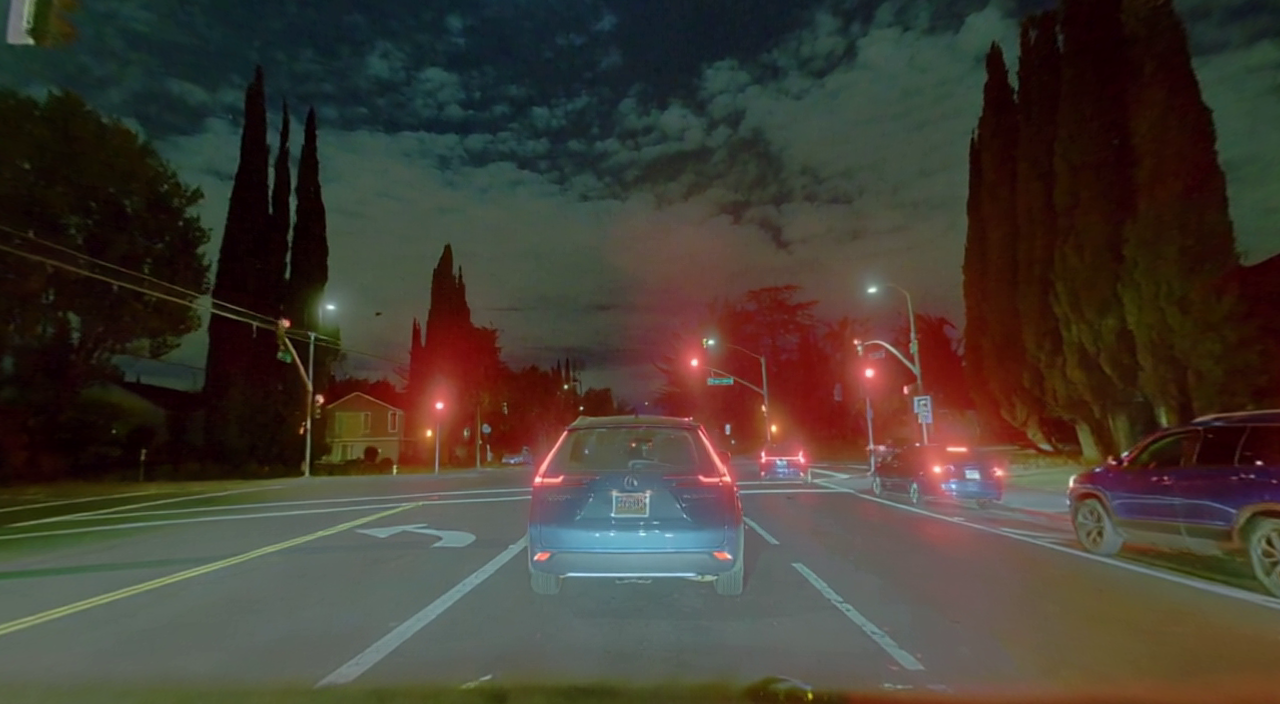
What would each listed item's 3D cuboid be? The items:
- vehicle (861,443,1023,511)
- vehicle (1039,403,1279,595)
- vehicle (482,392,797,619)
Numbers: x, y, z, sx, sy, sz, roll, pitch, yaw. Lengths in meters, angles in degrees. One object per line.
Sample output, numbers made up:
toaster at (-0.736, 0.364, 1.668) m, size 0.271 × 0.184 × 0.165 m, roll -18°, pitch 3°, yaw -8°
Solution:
vehicle at (7.276, 3.012, 15.810) m, size 1.860 × 1.436 × 4.479 m, roll 0°, pitch -8°, yaw 0°
vehicle at (7.016, 1.545, 7.050) m, size 1.989 × 1.791 × 4.735 m, roll 0°, pitch -8°, yaw 0°
vehicle at (0.026, 1.456, 6.923) m, size 2.322 × 1.667 × 4.367 m, roll 0°, pitch -8°, yaw 1°
